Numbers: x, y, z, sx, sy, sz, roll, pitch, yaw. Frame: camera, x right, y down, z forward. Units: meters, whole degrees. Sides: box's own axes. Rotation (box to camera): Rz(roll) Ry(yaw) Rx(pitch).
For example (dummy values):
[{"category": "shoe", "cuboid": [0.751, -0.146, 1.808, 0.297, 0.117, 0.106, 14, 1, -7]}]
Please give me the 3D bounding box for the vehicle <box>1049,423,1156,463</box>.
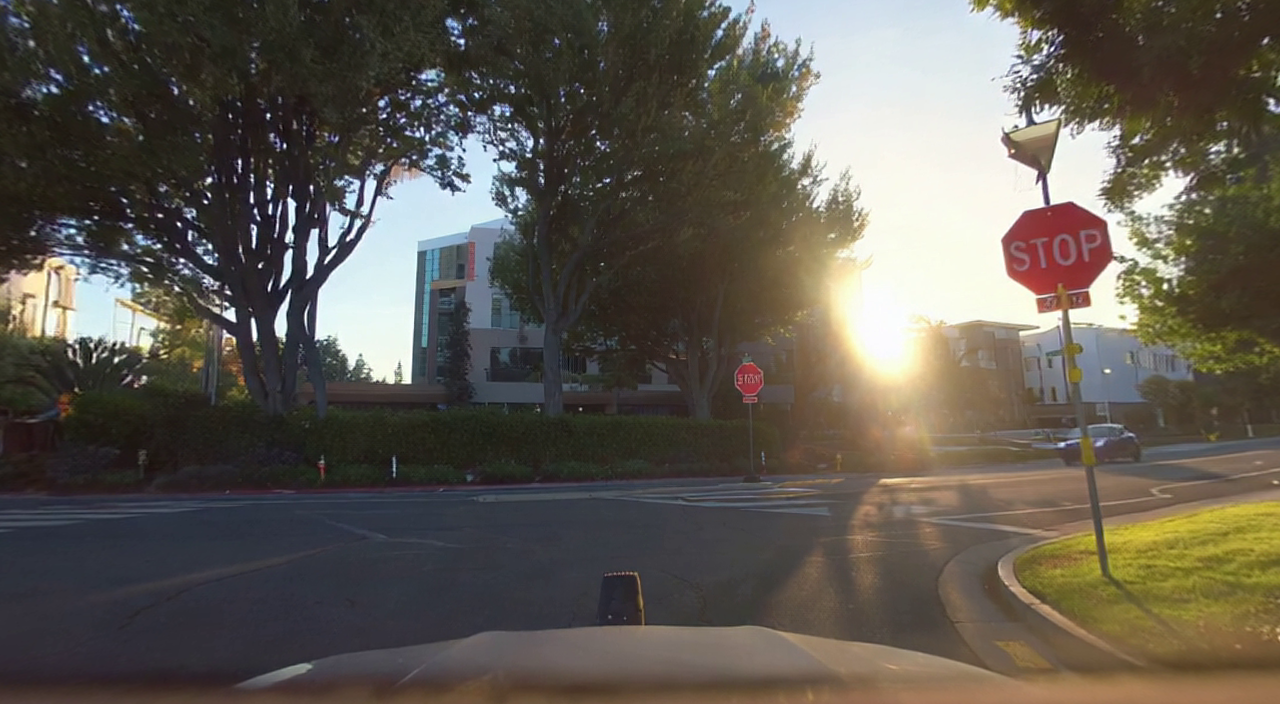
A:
[{"category": "vehicle", "cuboid": [18.574, 3.656, 25.271, 4.473, 1.474, 2.108, 6, -10, -36]}]
